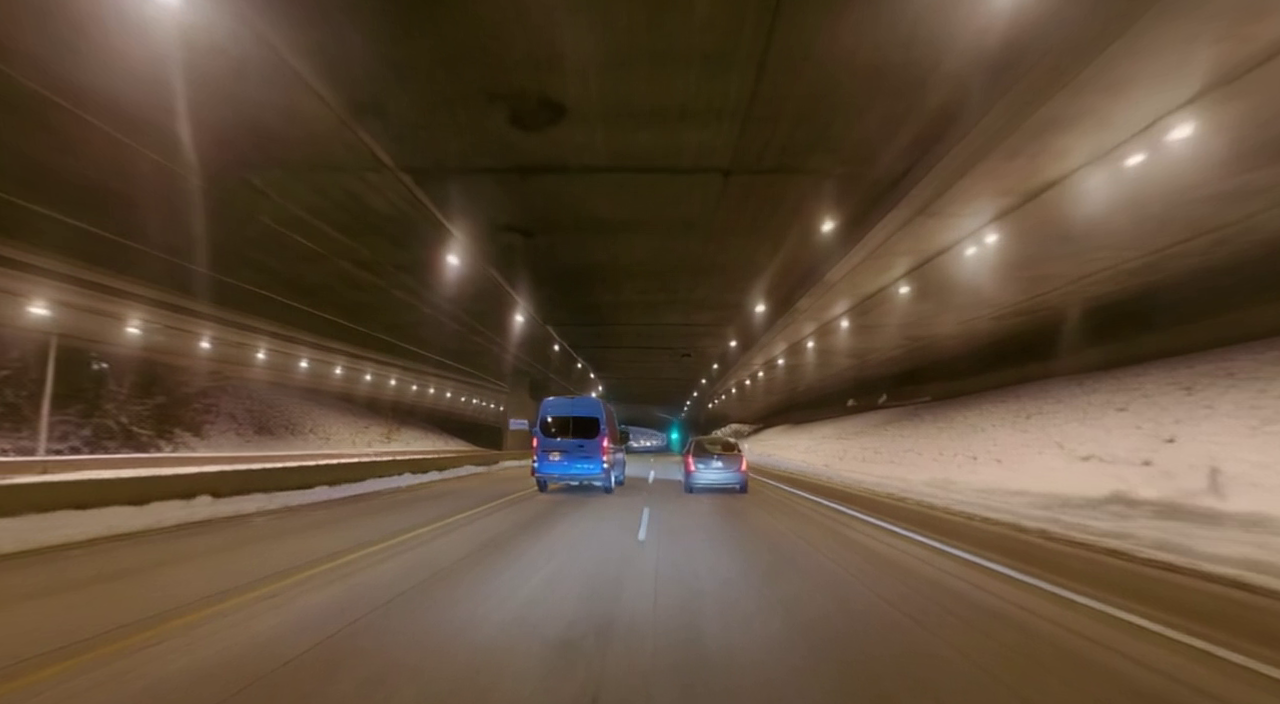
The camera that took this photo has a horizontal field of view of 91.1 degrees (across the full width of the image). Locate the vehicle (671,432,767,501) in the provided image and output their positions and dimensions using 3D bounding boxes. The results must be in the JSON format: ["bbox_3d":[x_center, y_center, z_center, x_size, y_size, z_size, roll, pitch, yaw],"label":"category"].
[{"bbox_3d":[1.890,2.890,16.405,2.095,1.553,4.069,-1,-8,2],"label":"vehicle"}]

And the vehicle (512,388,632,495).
[{"bbox_3d":[-1.618,2.431,17.228,2.404,2.459,5.229,-1,-8,3],"label":"vehicle"}]
